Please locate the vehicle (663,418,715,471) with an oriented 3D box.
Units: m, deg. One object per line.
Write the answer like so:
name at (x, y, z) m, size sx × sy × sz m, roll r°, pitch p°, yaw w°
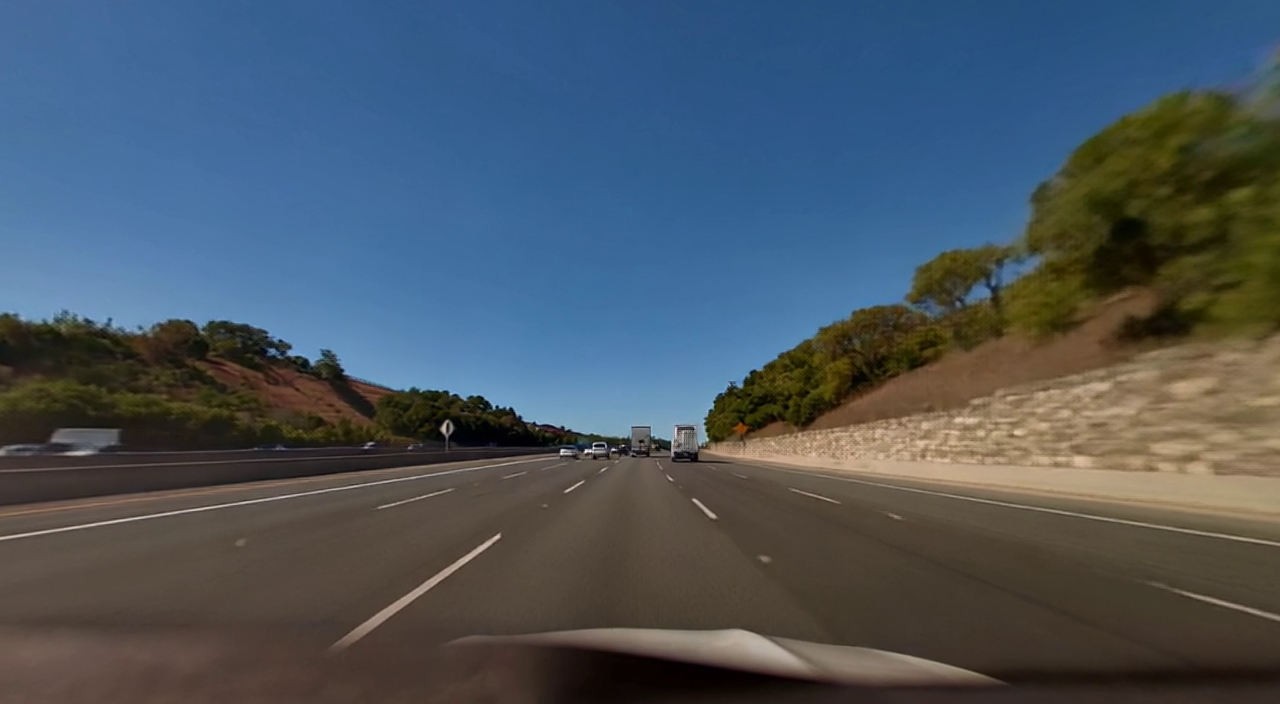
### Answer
vehicle at (3.148, 6.267, 42.483) m, size 2.795 × 3.187 × 7.205 m, roll -1°, pitch -9°, yaw -1°
